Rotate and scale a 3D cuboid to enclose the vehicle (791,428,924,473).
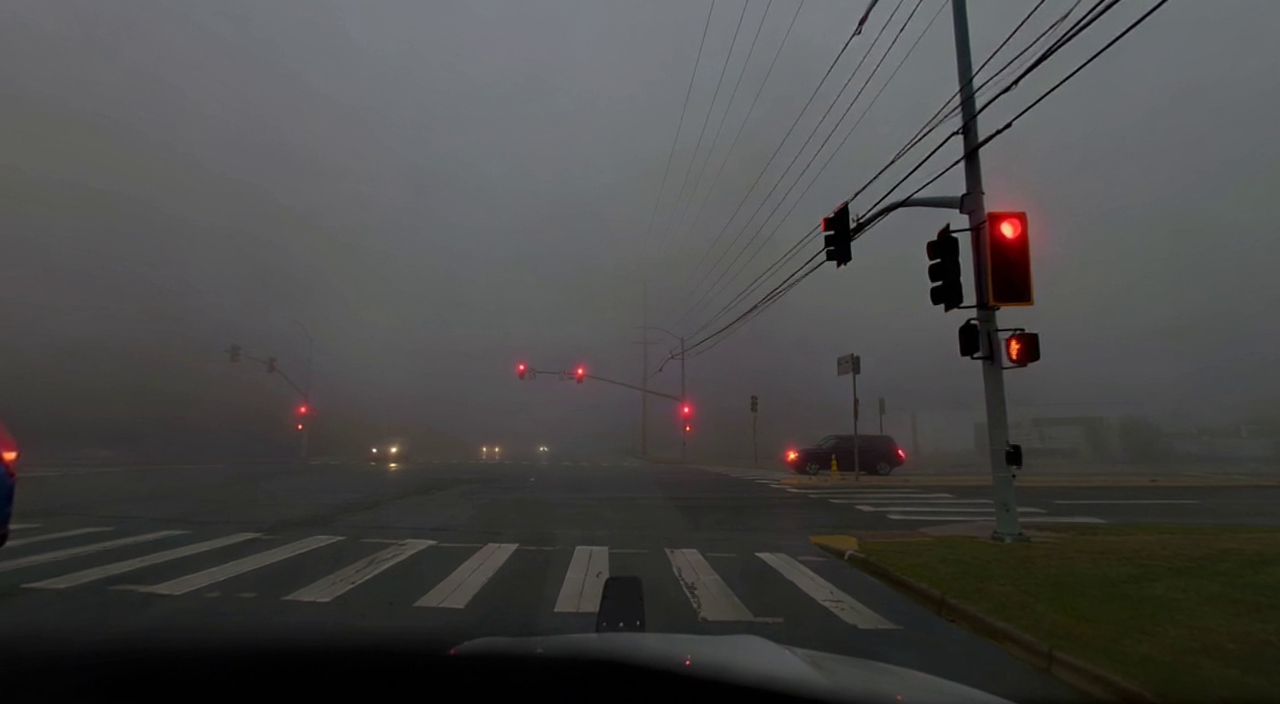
[{"bbox_3d":[8.710,4.014,25.722,4.884,1.714,2.021,-2,-9,12],"label":"vehicle"}]
